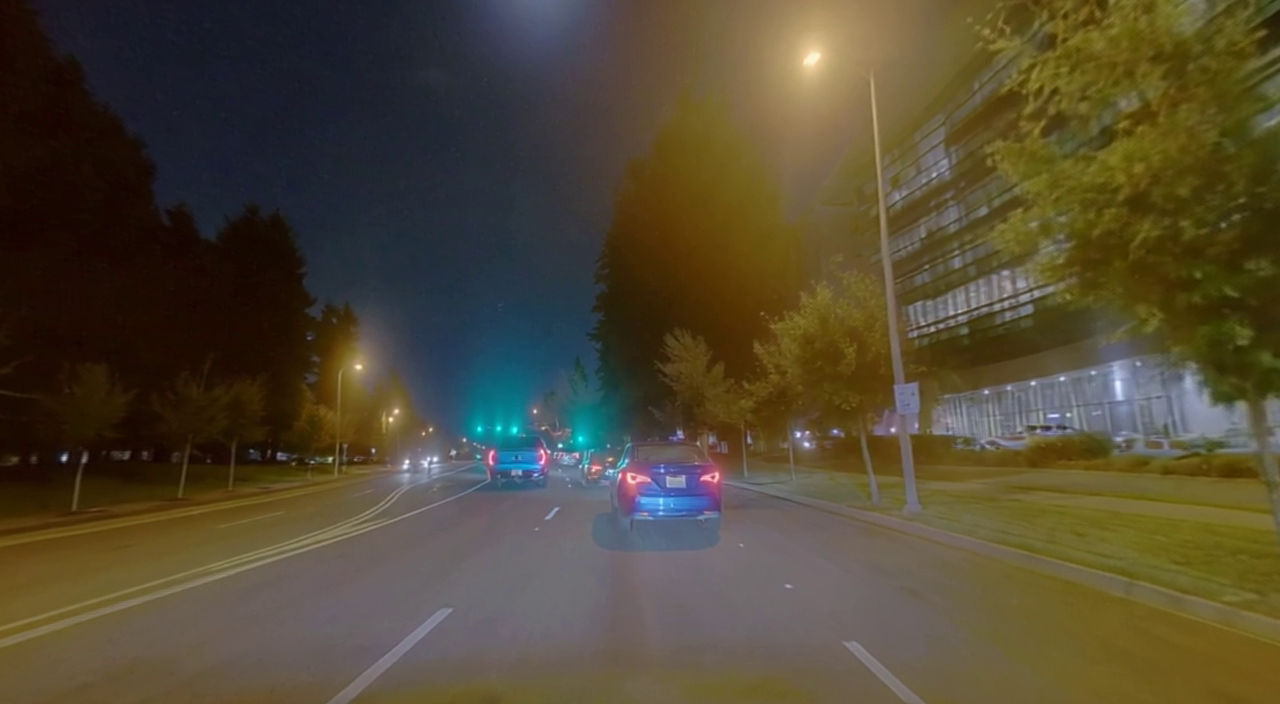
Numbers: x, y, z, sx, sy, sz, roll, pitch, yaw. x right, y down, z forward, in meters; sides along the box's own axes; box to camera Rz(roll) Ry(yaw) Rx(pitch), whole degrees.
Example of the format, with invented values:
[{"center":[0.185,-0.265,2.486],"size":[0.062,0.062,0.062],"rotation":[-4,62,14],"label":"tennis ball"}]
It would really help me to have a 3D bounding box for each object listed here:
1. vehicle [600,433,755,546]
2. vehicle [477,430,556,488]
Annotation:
[{"center":[0.394,2.211,10.818],"size":[2.142,1.528,4.133],"rotation":[0,-9,-4],"label":"vehicle"},{"center":[-4.697,4.190,24.926],"size":[2.512,1.992,5.725],"rotation":[1,-9,-6],"label":"vehicle"}]
